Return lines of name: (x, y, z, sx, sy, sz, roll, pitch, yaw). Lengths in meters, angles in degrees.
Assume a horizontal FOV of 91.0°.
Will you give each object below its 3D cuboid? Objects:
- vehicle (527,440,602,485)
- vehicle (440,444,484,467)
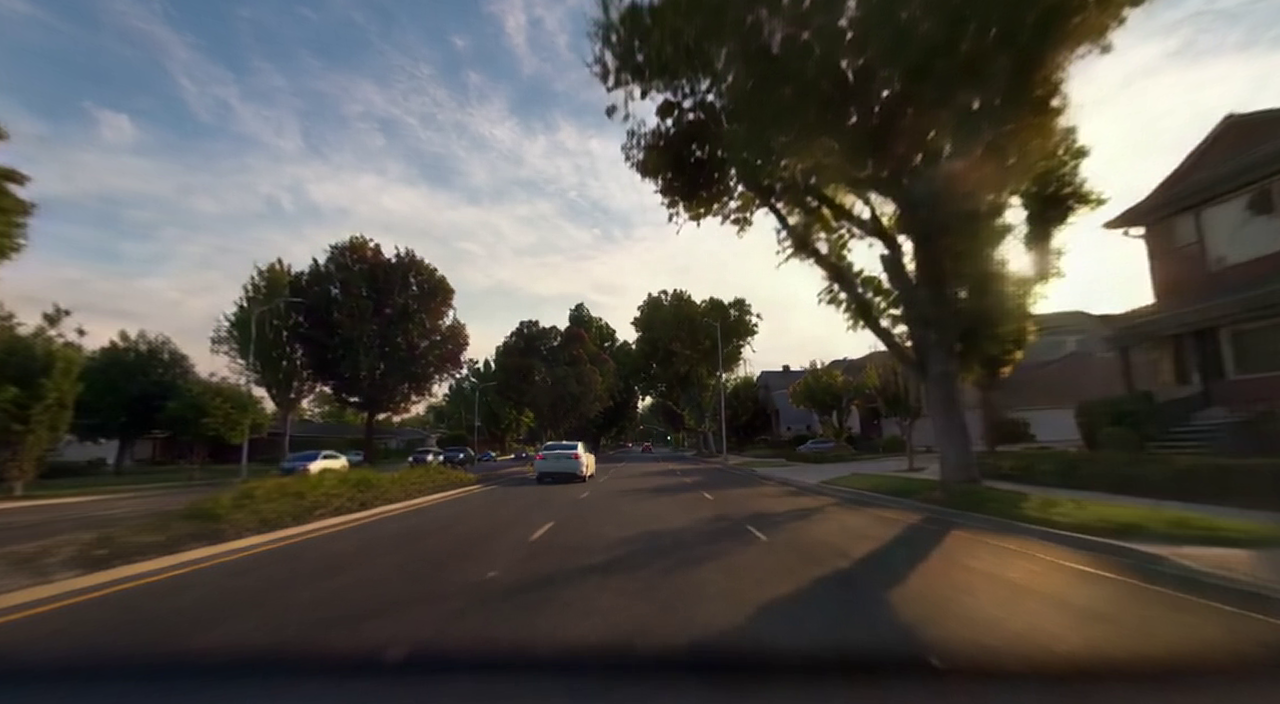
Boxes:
vehicle: (-2.733, 4.130, 23.830, 2.106, 1.517, 4.375, 0, -9, 2)
vehicle: (-13.847, 8.099, 49.307, 2.059, 1.734, 4.559, 0, -9, 1)
